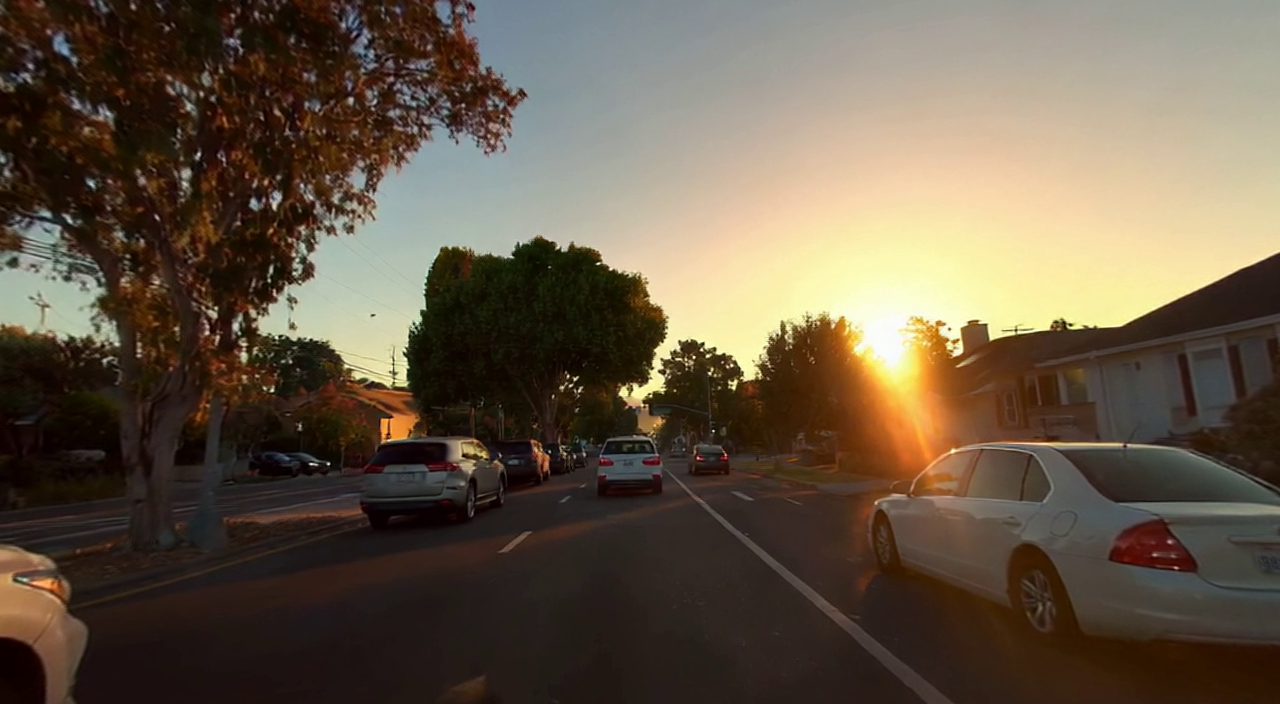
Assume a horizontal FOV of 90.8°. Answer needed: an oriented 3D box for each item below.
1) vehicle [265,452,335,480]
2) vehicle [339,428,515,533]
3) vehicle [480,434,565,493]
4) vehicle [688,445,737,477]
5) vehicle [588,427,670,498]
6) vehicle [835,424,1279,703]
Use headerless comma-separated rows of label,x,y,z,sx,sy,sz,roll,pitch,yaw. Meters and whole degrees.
vehicle,-22.316,7.474,41.676,2.060,1.643,4.623,0,-8,0
vehicle,-3.713,2.296,11.925,1.864,1.576,4.324,0,-8,-1
vehicle,-3.661,3.539,20.395,1.932,1.695,4.150,0,-8,0
vehicle,3.525,5.379,31.453,1.880,1.476,3.932,0,-8,-1
vehicle,-0.293,3.245,18.963,2.164,1.867,4.254,0,-8,0
vehicle,3.486,1.458,5.612,1.977,1.480,4.589,0,-8,-1
